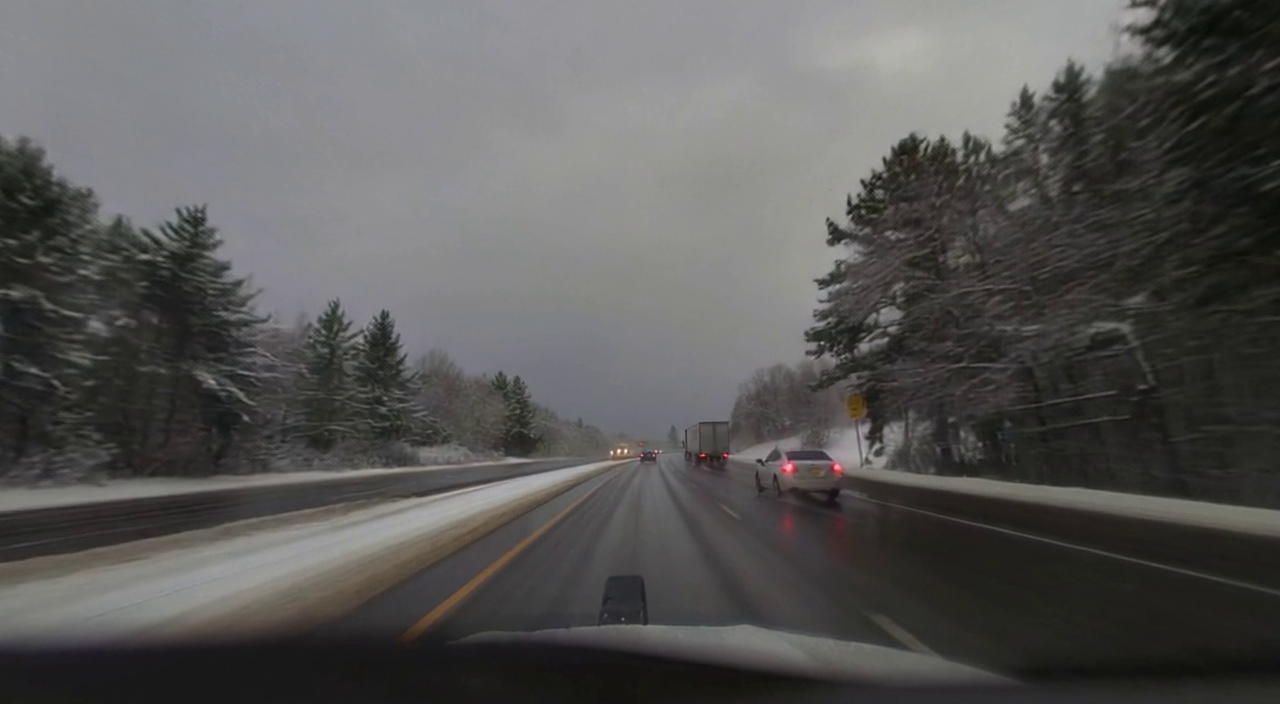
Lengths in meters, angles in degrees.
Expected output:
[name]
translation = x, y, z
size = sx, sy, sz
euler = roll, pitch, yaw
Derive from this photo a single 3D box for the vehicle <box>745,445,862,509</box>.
[vehicle]
translation = 4.080, 3.167, 16.437
size = 1.893, 1.442, 4.039
euler = 0, -9, -1
